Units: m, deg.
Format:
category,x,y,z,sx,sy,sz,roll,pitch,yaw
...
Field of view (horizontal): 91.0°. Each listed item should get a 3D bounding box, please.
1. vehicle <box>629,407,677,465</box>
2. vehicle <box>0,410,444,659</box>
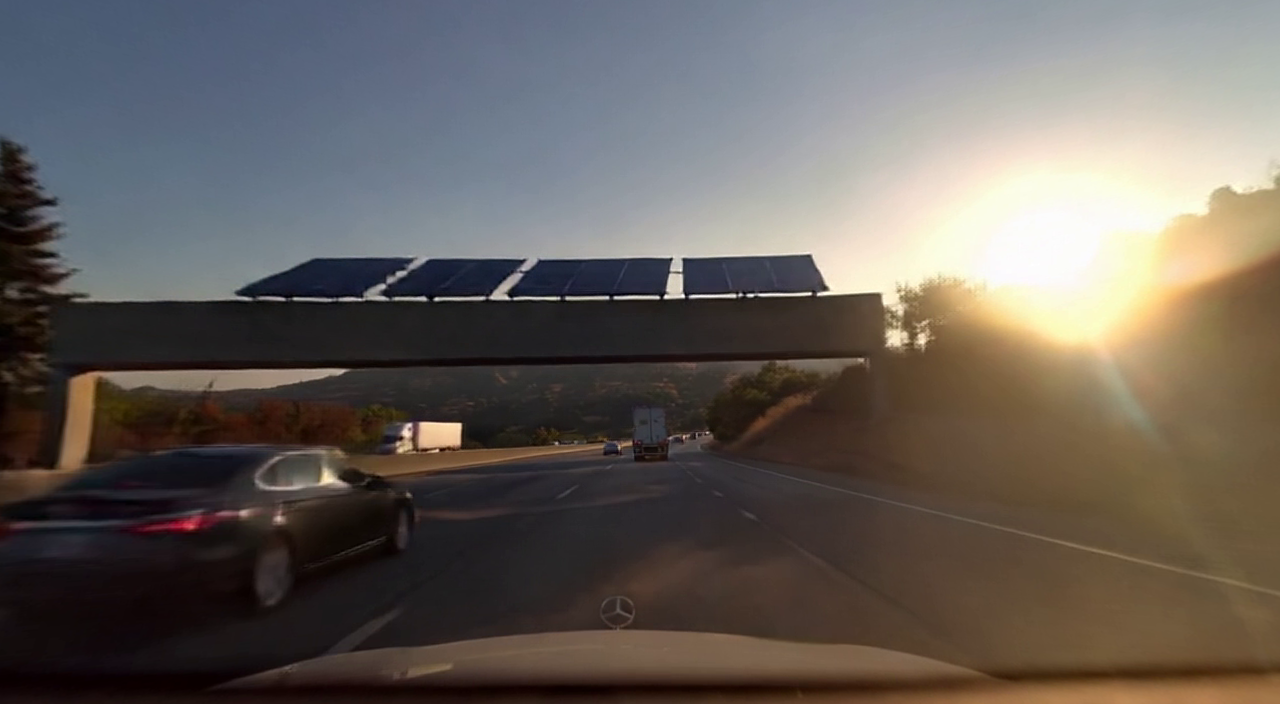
category,x,y,z,sx,sy,sz,roll,pitch,yaw
vehicle,0.850,5.972,44.419,2.967,3.633,10.015,0,-8,0
vehicle,-3.668,1.490,6.258,2.066,1.581,4.268,0,-8,0
